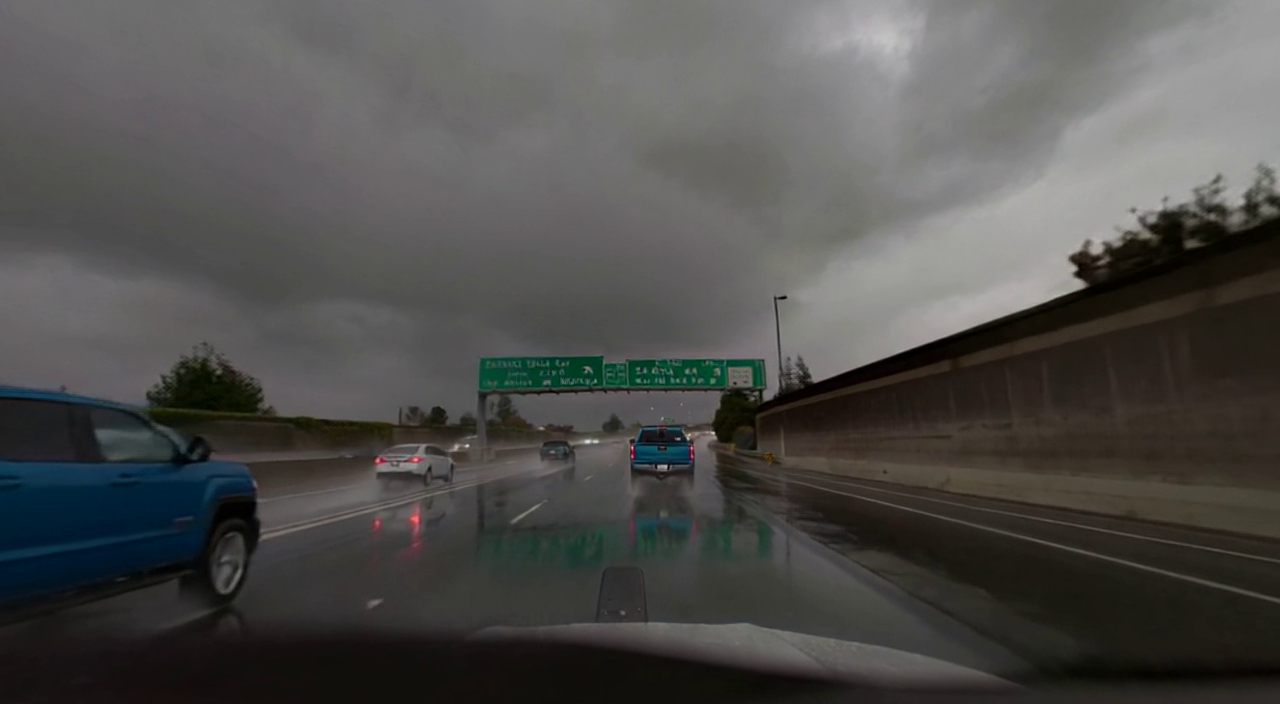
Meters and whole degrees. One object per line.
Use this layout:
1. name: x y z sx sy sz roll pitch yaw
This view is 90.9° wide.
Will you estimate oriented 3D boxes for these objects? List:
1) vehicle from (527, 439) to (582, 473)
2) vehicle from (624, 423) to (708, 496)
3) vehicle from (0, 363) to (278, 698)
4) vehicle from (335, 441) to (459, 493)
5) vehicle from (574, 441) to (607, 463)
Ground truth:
1. vehicle: -4.200 5.197 31.716 1.961 1.591 4.756 0 -8 2
2. vehicle: 0.610 3.053 18.211 2.083 1.792 4.782 0 -9 -1
3. vehicle: -4.441 0.954 3.327 1.954 1.792 5.187 0 -9 0
4. vehicle: -7.724 3.687 20.675 2.081 1.463 4.749 0 -8 1
5. vehicle: -3.646 7.551 47.604 2.061 1.584 4.290 0 -8 1
